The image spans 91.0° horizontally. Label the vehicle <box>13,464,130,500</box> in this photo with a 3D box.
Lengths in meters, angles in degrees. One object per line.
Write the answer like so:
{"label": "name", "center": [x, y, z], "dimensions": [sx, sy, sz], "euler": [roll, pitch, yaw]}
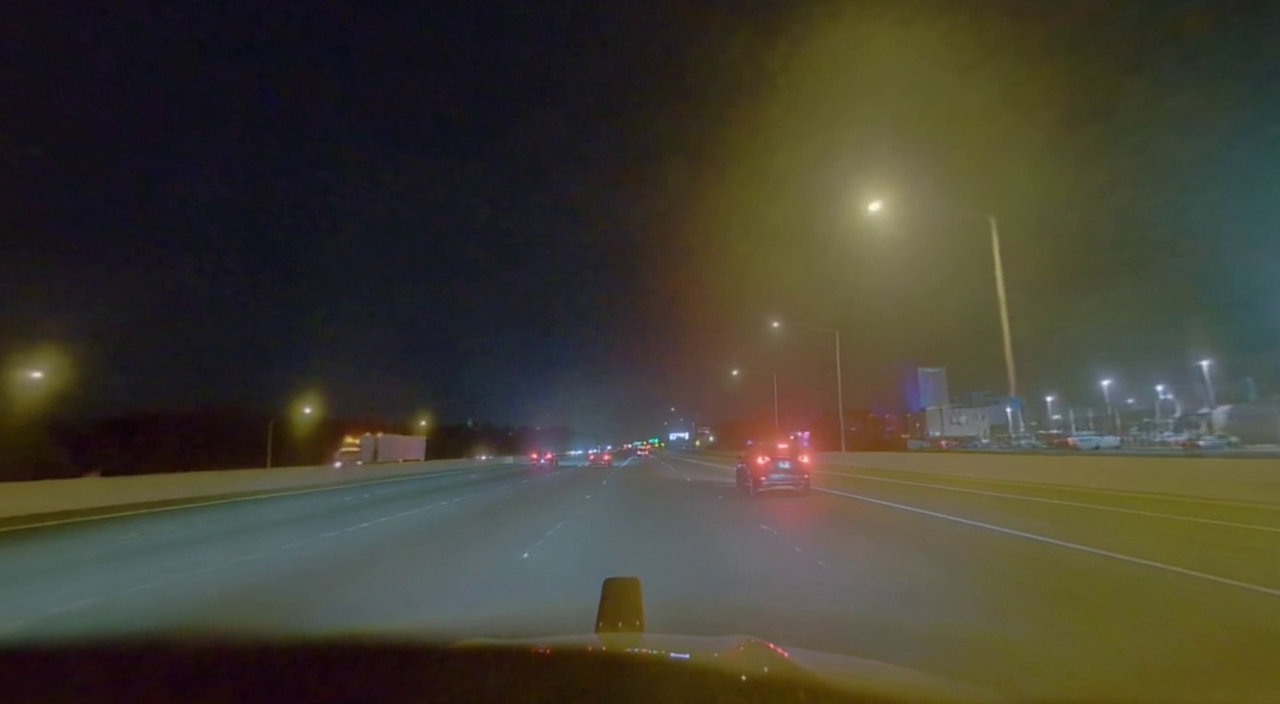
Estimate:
{"label": "vehicle", "center": [-27.666, 6.303, 30.839], "dimensions": [1.909, 1.541, 4.044], "euler": [0, -9, 0]}

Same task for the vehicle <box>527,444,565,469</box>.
{"label": "vehicle", "center": [-7.303, 8.130, 49.177], "dimensions": [2.112, 1.813, 4.716], "euler": [-1, -9, 2]}

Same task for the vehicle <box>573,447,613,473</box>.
{"label": "vehicle", "center": [-2.830, 6.640, 38.953], "dimensions": [2.139, 1.510, 4.506], "euler": [0, -9, 0]}

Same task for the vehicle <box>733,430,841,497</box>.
{"label": "vehicle", "center": [4.321, 3.369, 19.357], "dimensions": [2.109, 1.764, 4.704], "euler": [0, -9, -1]}
